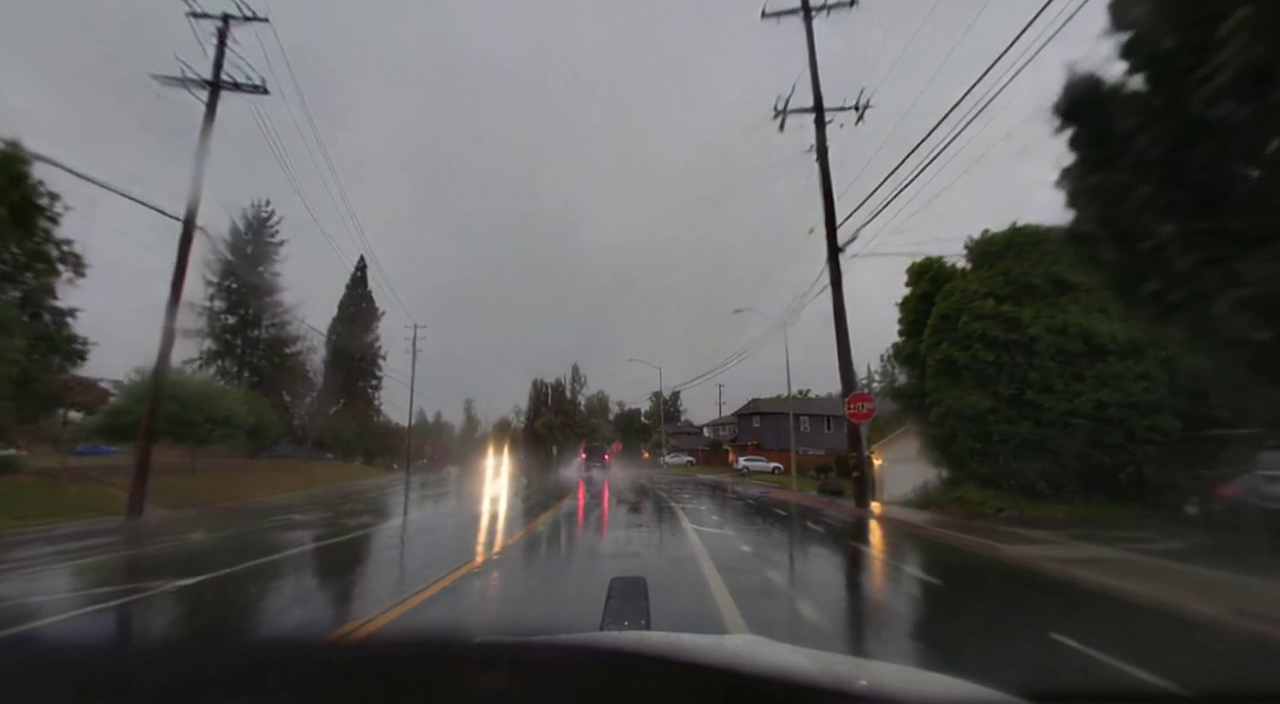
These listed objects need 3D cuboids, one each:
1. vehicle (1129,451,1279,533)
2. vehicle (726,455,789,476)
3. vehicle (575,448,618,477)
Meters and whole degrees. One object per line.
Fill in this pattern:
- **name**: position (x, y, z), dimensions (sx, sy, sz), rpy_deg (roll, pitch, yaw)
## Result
- **vehicle**: position (12.209, 2.672, 12.201), dimensions (3.959, 1.382, 1.906), rpy_deg (1, -13, -7)
- **vehicle**: position (9.146, 8.815, 49.093), dimensions (4.383, 1.508, 1.884), rpy_deg (1, -8, -10)
- **vehicle**: position (-3.116, 7.694, 44.228), dimensions (2.284, 1.741, 4.702), rpy_deg (4, -8, -11)
